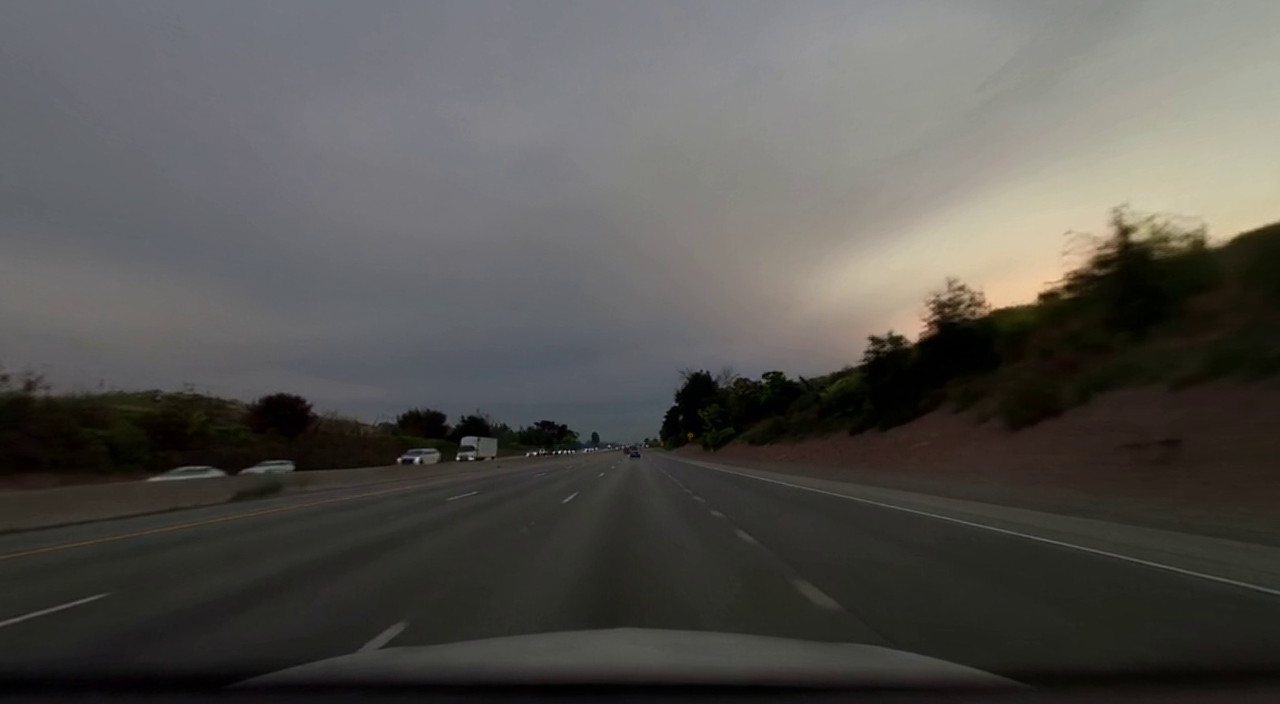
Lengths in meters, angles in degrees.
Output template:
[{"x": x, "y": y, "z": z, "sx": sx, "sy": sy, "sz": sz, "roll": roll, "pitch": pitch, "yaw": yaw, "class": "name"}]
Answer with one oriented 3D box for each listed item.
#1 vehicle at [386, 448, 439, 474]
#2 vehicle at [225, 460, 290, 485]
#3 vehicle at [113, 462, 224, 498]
[{"x": -15.775, "y": 7.576, "z": 43.745, "sx": 2.106, "sy": 1.697, "sz": 4.344, "roll": 0, "pitch": -9, "yaw": 0, "class": "vehicle"}, {"x": -26.671, "y": 8.397, "z": 43.886, "sx": 1.904, "sy": 1.533, "sz": 4.178, "roll": 0, "pitch": -9, "yaw": -1, "class": "vehicle"}, {"x": -22.972, "y": 6.231, "z": 30.792, "sx": 1.858, "sy": 1.486, "sz": 4.560, "roll": 0, "pitch": -9, "yaw": 0, "class": "vehicle"}]
